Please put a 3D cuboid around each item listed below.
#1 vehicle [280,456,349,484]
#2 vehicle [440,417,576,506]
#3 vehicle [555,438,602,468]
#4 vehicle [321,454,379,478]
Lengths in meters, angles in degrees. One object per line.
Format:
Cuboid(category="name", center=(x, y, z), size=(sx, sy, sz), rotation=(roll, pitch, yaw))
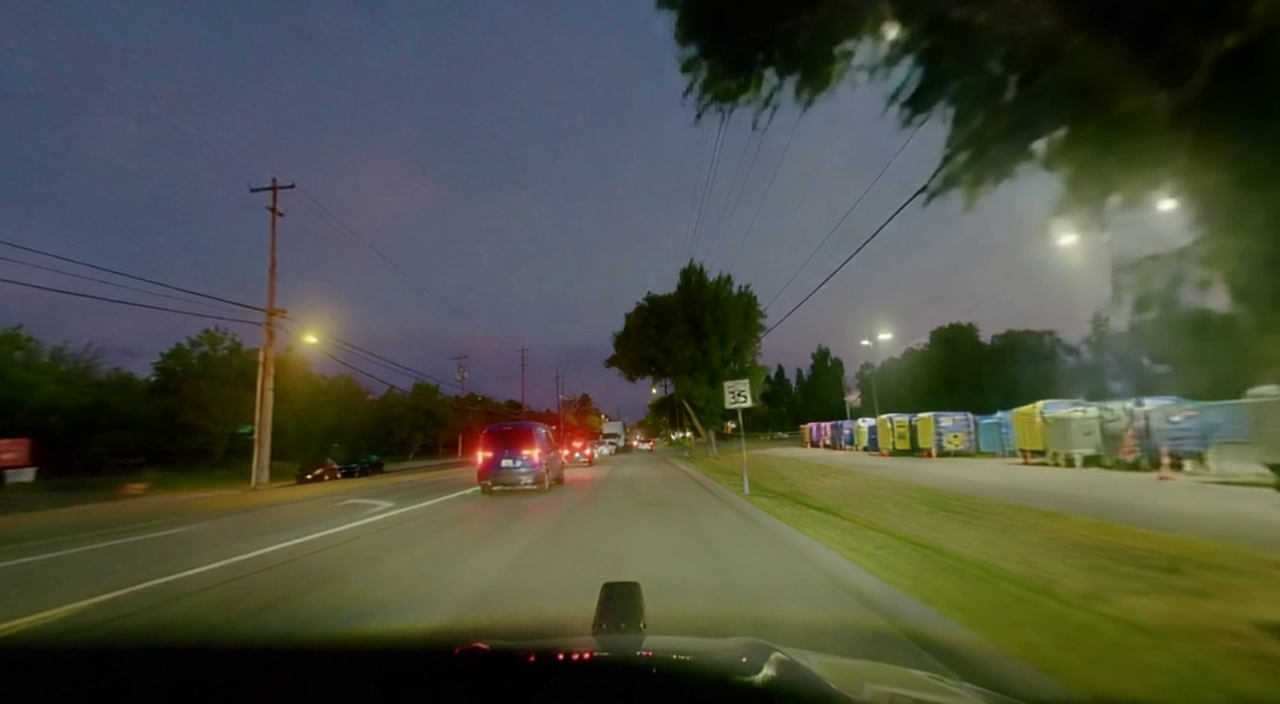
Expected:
Cuboid(category="vehicle", center=(-19.744, 7.142, 38.493), size=(2.099, 1.449, 4.749), rotation=(1, -8, -6))
Cuboid(category="vehicle", center=(-2.996, 2.644, 15.664), size=(2.180, 1.818, 5.117), rotation=(0, -8, 1))
Cuboid(category="vehicle", center=(-3.145, 5.291, 33.108), size=(1.998, 1.466, 4.124), rotation=(0, -8, 1))
Cuboid(category="vehicle", center=(-20.282, 7.962, 44.348), size=(2.231, 1.478, 4.603), rotation=(1, -8, -5))
